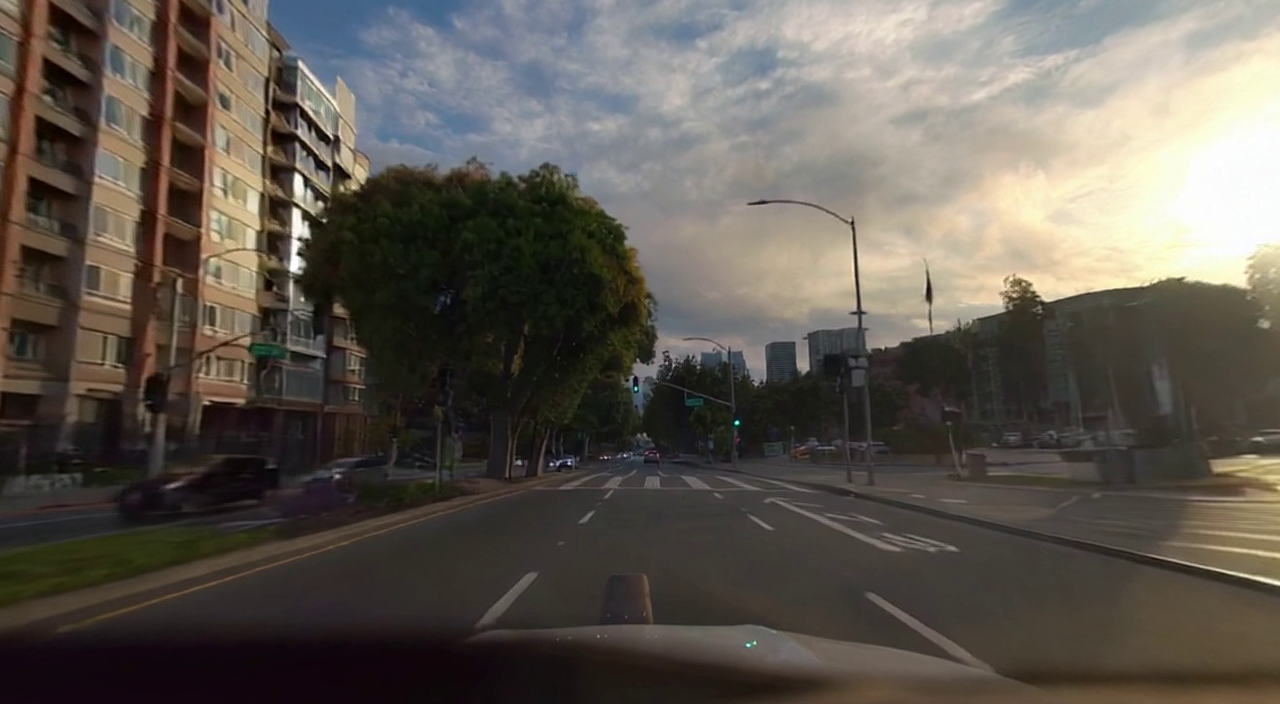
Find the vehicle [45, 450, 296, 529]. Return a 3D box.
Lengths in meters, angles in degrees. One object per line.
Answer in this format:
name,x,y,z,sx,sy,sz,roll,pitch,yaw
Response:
vehicle,-10.388,3.038,14.577,2.004,1.469,4.724,-1,-9,3

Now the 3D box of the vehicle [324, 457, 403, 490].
vehicle,-13.612,5.959,31.278,1.833,1.444,4.325,0,-9,2
